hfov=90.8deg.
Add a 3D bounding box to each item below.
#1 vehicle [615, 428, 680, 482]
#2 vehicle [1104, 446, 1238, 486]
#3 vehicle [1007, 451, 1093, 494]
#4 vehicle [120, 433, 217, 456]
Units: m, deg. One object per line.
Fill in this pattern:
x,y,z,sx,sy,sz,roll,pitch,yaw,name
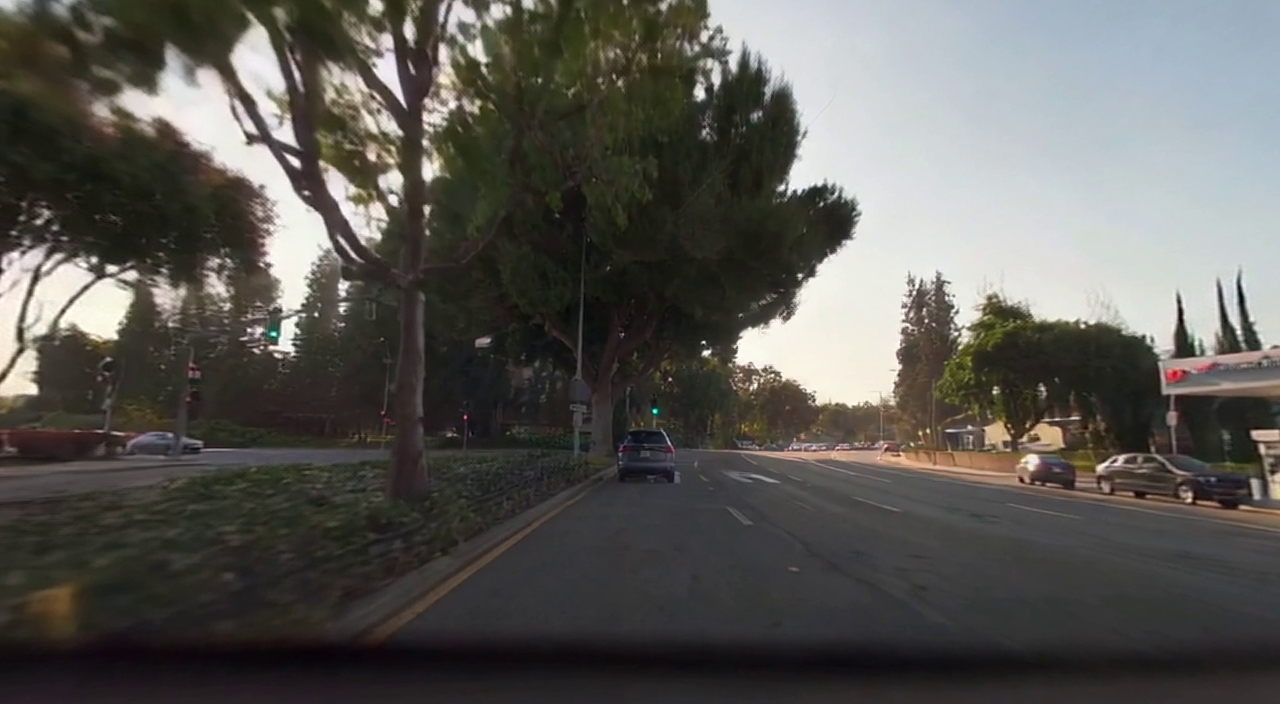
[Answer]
0.249,3.547,21.969,2.055,1.655,4.204,0,-9,1,vehicle
23.080,4.934,27.543,4.331,1.604,1.858,1,-9,-7,vehicle
15.892,4.615,24.734,2.099,1.464,4.615,-4,-9,25,vehicle
-31.258,6.169,42.039,4.749,1.463,1.871,1,-9,-11,vehicle
